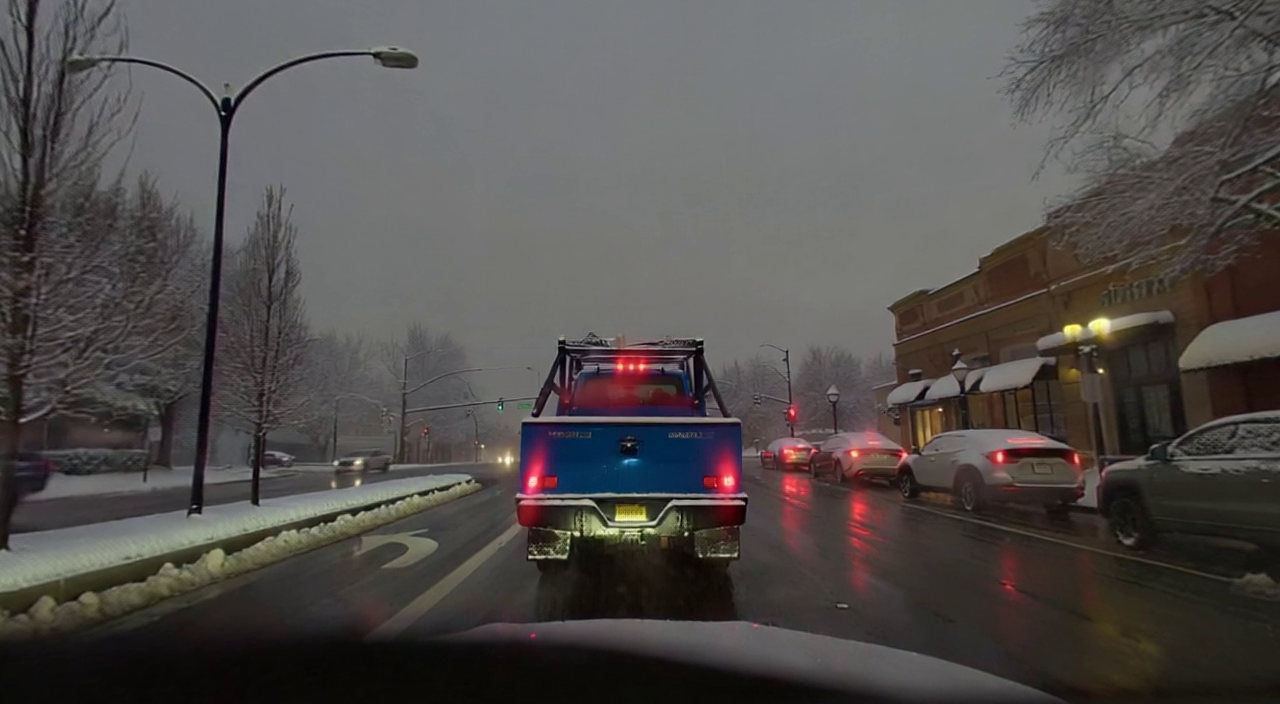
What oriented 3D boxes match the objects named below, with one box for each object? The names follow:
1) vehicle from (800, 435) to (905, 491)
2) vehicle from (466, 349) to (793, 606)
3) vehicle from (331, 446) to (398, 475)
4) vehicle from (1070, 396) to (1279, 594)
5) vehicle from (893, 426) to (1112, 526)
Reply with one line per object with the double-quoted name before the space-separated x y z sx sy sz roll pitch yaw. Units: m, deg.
"vehicle" 7.065 3.734 21.585 1.953 1.665 4.327 0 -9 -2
"vehicle" -0.137 1.449 8.156 2.682 2.117 5.706 0 -9 -1
"vehicle" -19.540 7.691 45.134 2.205 1.916 5.771 0 -9 -1
"vehicle" 6.815 1.361 6.158 2.023 1.771 4.488 0 -9 0
"vehicle" 7.065 2.440 12.968 1.931 1.692 4.267 0 -9 0
